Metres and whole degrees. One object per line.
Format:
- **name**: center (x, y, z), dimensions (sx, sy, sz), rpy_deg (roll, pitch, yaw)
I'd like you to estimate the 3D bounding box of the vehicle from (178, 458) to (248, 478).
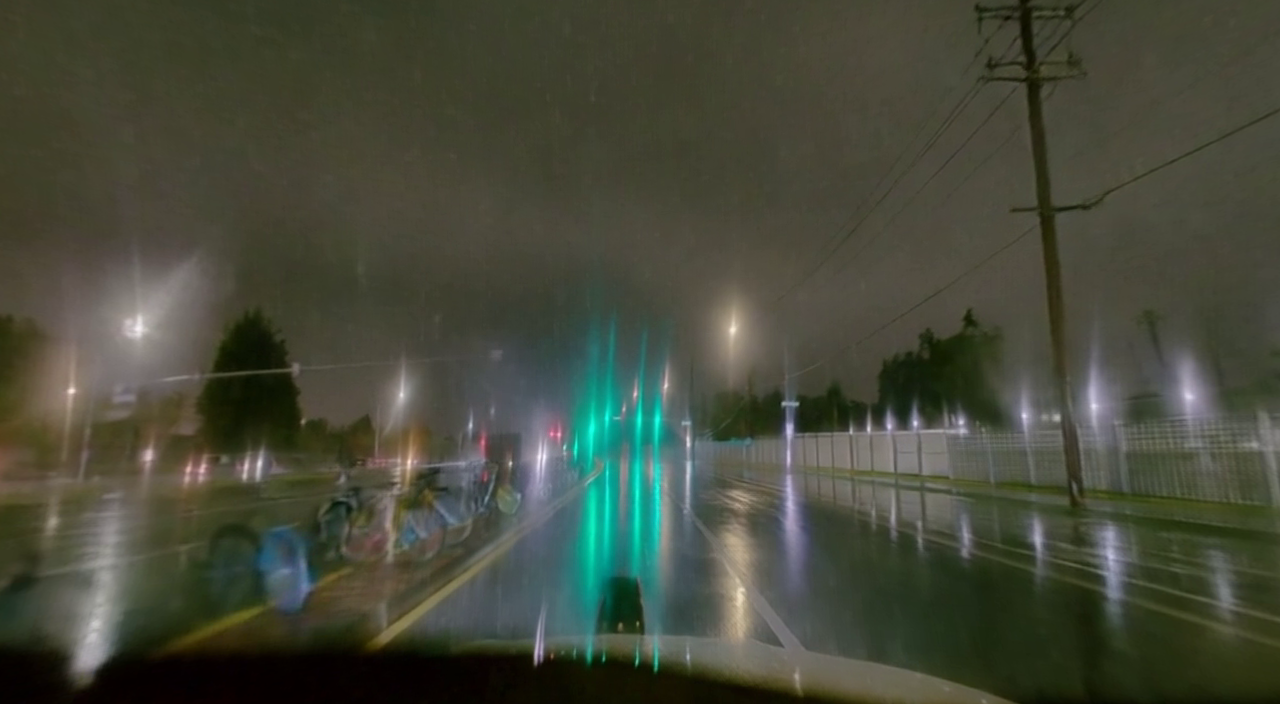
- **vehicle**: center (-33.095, 8.983, 49.057), dimensions (4.108, 1.480, 1.800), rpy_deg (0, -9, 1)
